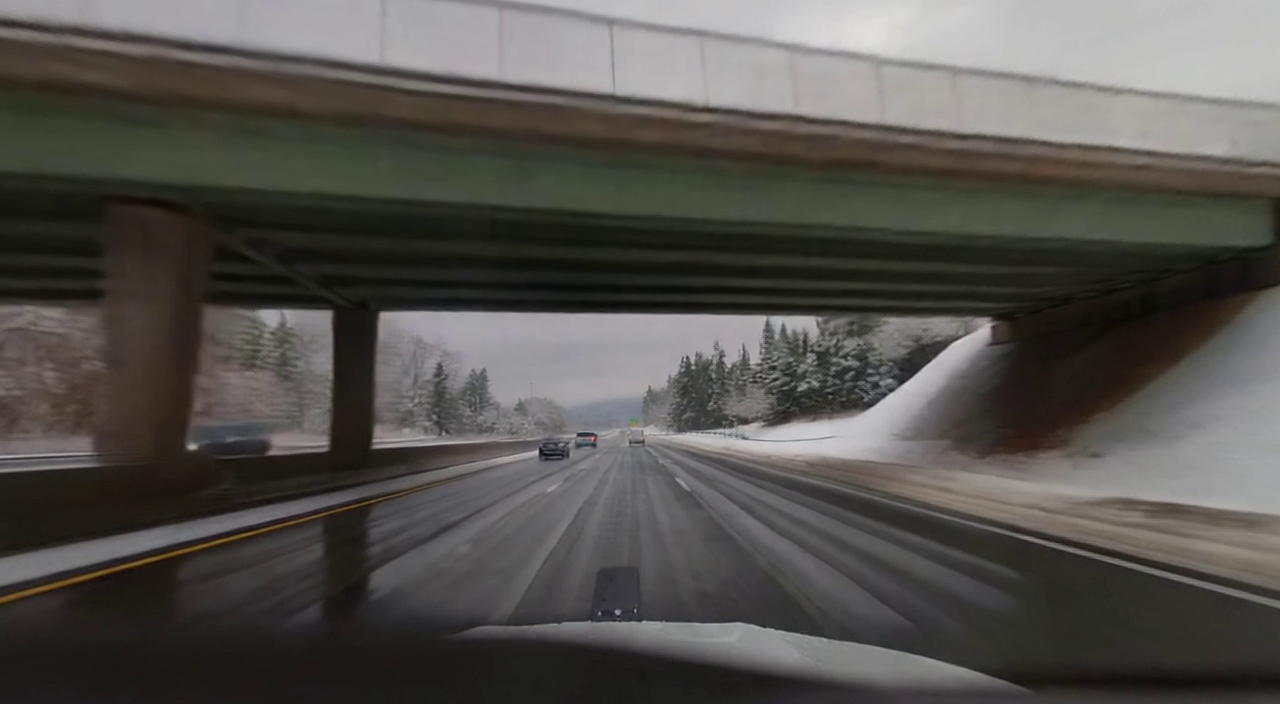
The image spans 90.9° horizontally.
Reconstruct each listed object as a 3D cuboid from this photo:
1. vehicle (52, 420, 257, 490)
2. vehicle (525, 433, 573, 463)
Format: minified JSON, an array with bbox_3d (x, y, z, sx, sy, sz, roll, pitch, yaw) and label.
[{"bbox_3d":[-13.254,2.817,17.725,2.011,1.687,4.740,0,-8,-1],"label":"vehicle"},{"bbox_3d":[-4.774,5.088,33.588,1.933,1.473,4.023,0,-8,0],"label":"vehicle"}]
